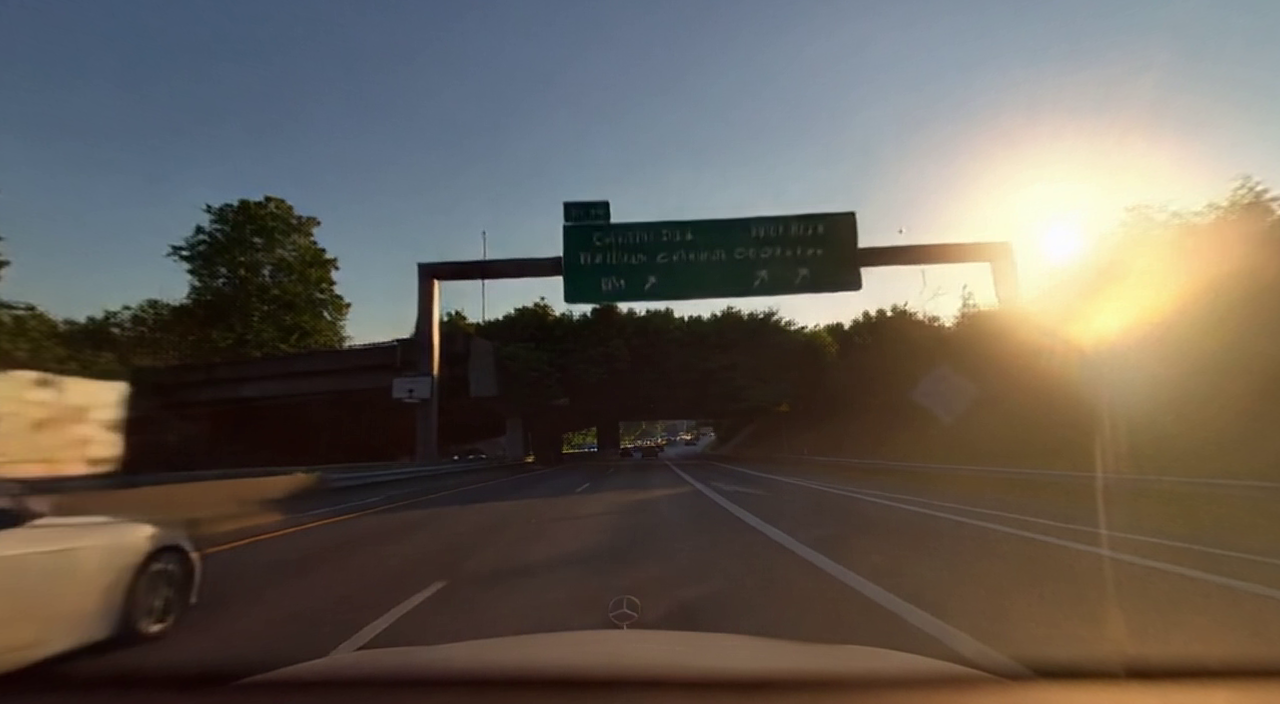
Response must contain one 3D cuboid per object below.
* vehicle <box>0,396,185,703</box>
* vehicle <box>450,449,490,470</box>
[{"bbox_3d":[-4.144,0.865,2.223,1.936,1.545,4.116,0,-9,1],"label":"vehicle"},{"bbox_3d":[-12.215,7.698,45.398,1.778,1.450,3.841,0,-9,1],"label":"vehicle"}]
